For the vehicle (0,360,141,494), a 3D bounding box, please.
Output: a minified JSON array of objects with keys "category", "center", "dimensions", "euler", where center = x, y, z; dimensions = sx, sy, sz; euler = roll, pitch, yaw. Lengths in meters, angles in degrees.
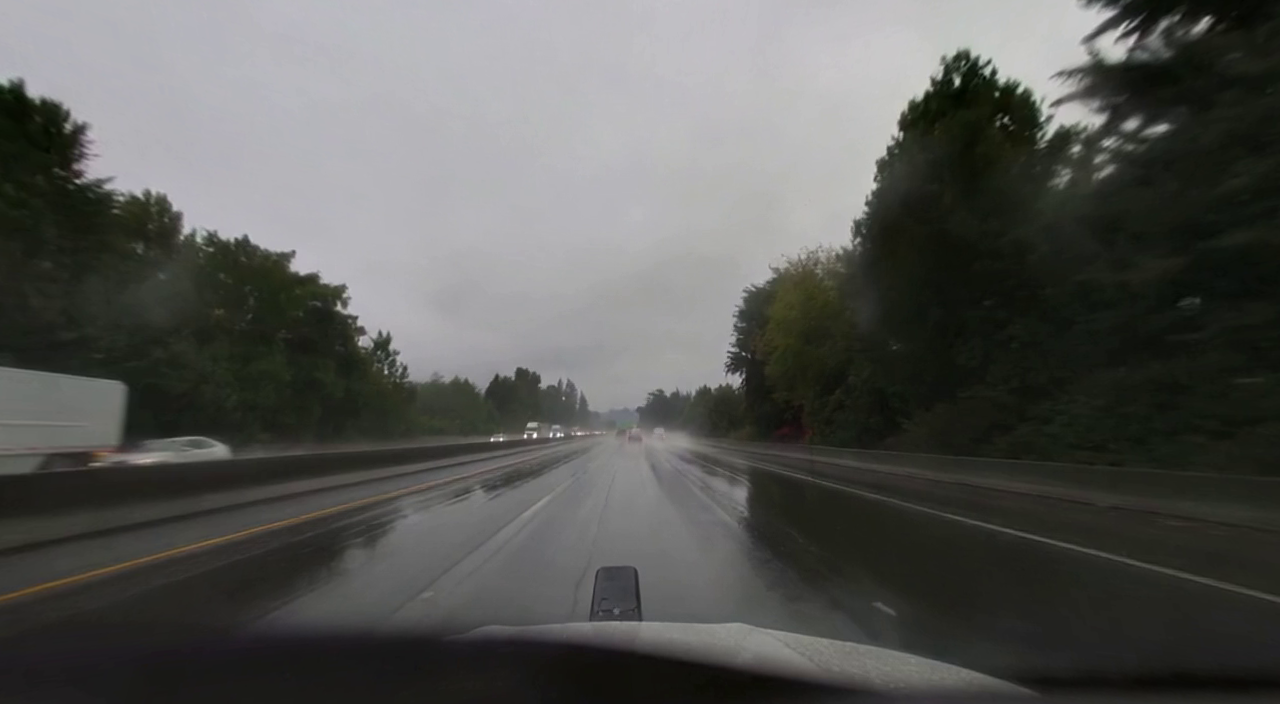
[{"category":"vehicle","center":[-20.640,1.875,15.970],"dimensions":[2.934,3.998,16.255],"euler":[0,-8,-1]}]
